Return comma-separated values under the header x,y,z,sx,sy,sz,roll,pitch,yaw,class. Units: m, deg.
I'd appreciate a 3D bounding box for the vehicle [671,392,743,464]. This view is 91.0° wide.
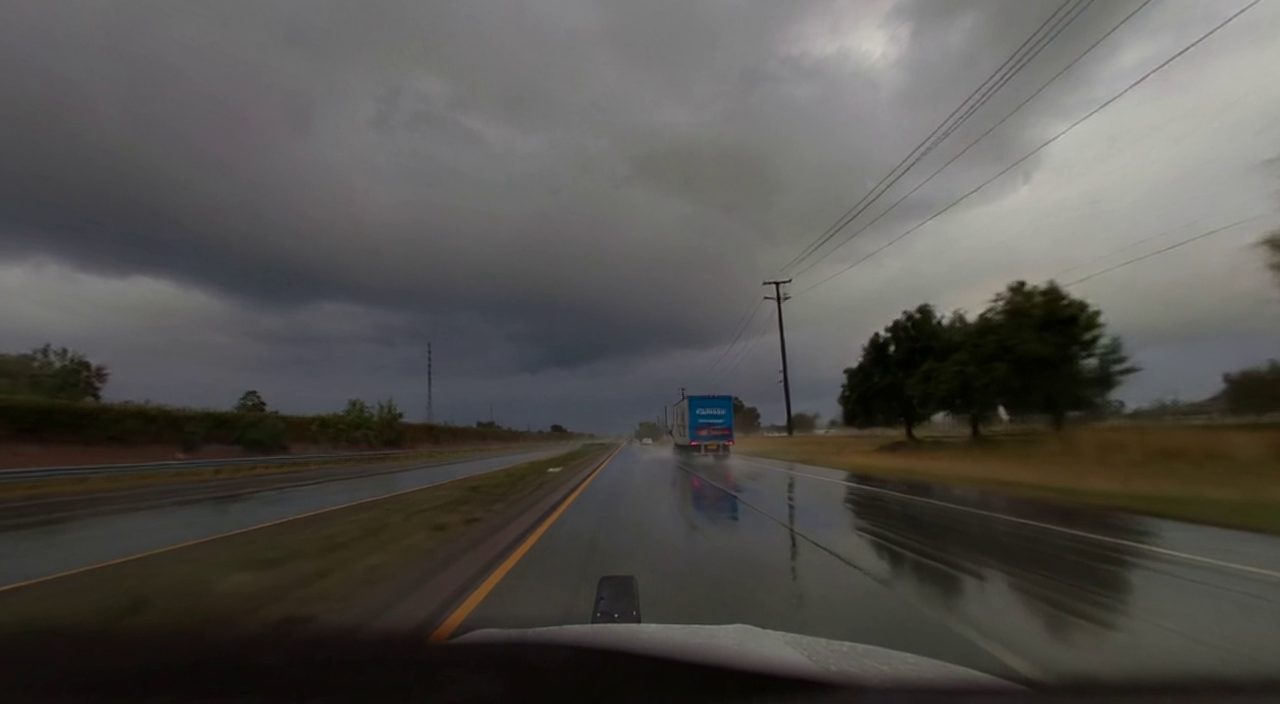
x,y,z,sx,sy,sz,roll,pitch,yaw,class
3.671,4.559,37.077,3.037,3.672,9.136,0,-8,-1,vehicle
